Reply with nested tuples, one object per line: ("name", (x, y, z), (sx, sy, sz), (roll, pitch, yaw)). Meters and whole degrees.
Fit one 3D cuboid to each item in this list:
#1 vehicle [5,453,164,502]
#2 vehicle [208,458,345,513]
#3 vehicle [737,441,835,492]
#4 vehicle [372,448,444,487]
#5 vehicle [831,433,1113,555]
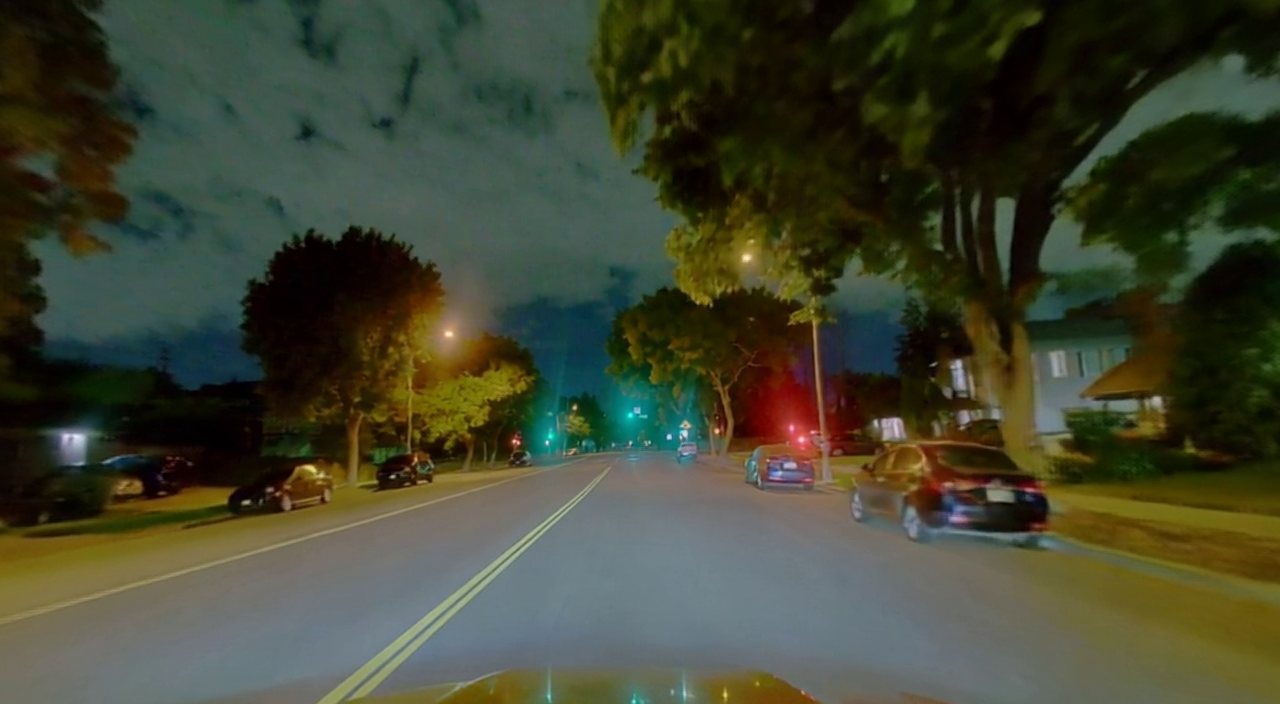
("vehicle", (-19.958, 4.509, 22.830), (3.932, 1.641, 1.819), (0, -8, -1))
("vehicle", (-11.431, 4.194, 20.249), (1.867, 1.471, 4.139), (0, -8, 1))
("vehicle", (4.506, 3.586, 20.240), (2.063, 1.444, 4.217), (0, -8, -1))
("vehicle", (-11.464, 5.683, 31.539), (1.977, 1.753, 4.278), (0, -8, 0))
("vehicle", (4.678, 2.035, 9.840), (2.010, 1.461, 4.247), (0, -8, -1))
